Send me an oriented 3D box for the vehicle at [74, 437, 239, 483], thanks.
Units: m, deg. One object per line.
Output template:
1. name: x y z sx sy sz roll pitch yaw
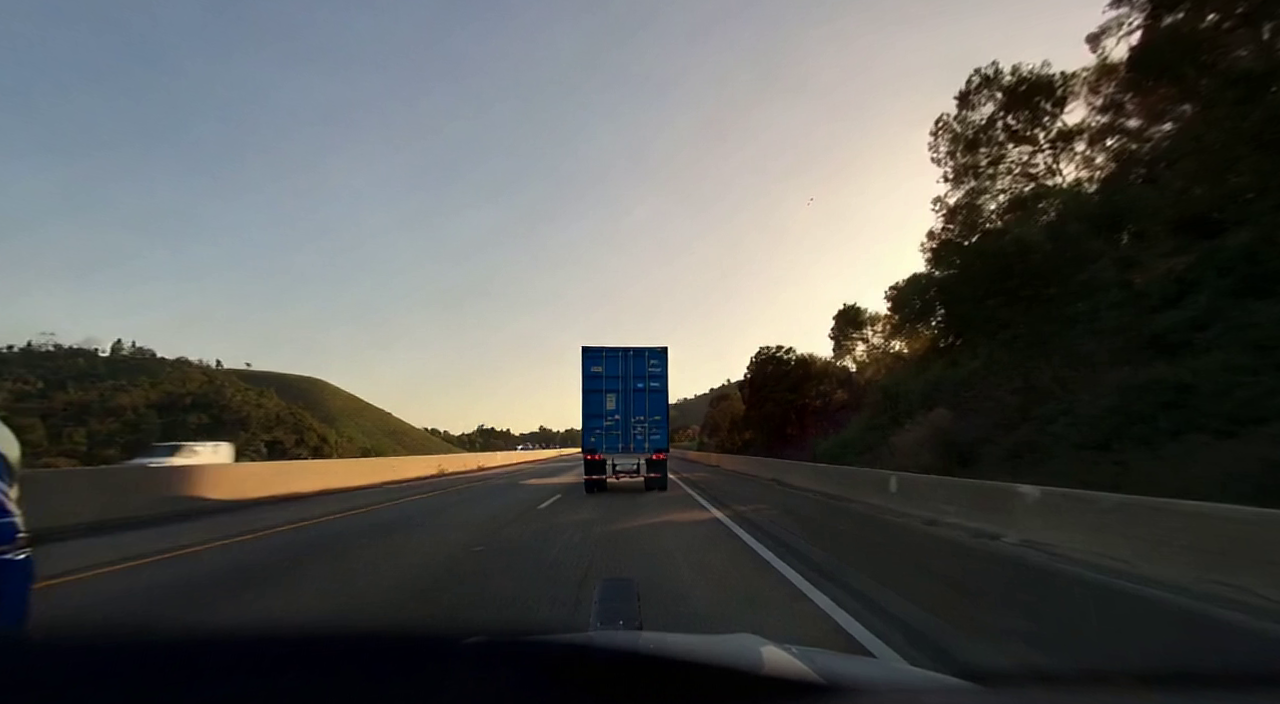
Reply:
1. vehicle: -17.641 3.951 23.400 2.182 1.505 4.949 0 -9 1

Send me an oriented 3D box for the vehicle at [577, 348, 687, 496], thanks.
1. vehicle: -0.210 2.710 22.726 2.942 4.003 11.297 0 -9 0
